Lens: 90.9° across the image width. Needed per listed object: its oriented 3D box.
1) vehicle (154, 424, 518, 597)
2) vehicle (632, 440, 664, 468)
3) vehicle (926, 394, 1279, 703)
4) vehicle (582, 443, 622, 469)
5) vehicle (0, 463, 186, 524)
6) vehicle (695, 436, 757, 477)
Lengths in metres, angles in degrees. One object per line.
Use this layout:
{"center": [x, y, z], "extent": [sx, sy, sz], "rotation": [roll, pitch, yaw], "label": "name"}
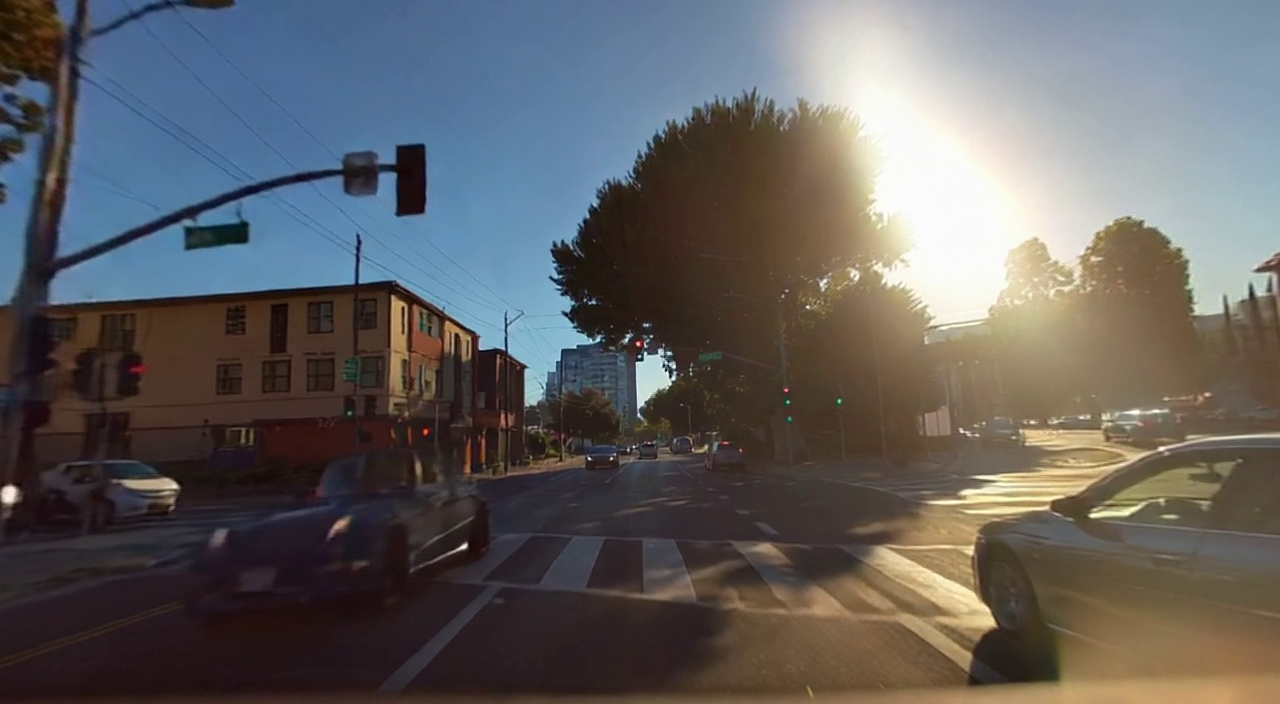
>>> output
{"center": [-3.551, 1.991, 8.968], "extent": [2.519, 1.689, 5.200], "rotation": [-1, -9, 1], "label": "vehicle"}
{"center": [0.538, 7.036, 43.744], "extent": [2.118, 1.813, 4.326], "rotation": [-1, -9, 0], "label": "vehicle"}
{"center": [3.243, 0.911, 2.378], "extent": [2.072, 1.471, 4.834], "rotation": [-1, -9, 0], "label": "vehicle"}
{"center": [-2.856, 7.974, 48.505], "extent": [2.666, 1.885, 5.029], "rotation": [-1, -9, 1], "label": "vehicle"}
{"center": [-16.097, 4.020, 18.188], "extent": [4.540, 1.546, 2.157], "rotation": [-2, -9, 8], "label": "vehicle"}
{"center": [3.653, 4.537, 27.512], "extent": [2.035, 1.564, 4.719], "rotation": [-1, -9, 0], "label": "vehicle"}
